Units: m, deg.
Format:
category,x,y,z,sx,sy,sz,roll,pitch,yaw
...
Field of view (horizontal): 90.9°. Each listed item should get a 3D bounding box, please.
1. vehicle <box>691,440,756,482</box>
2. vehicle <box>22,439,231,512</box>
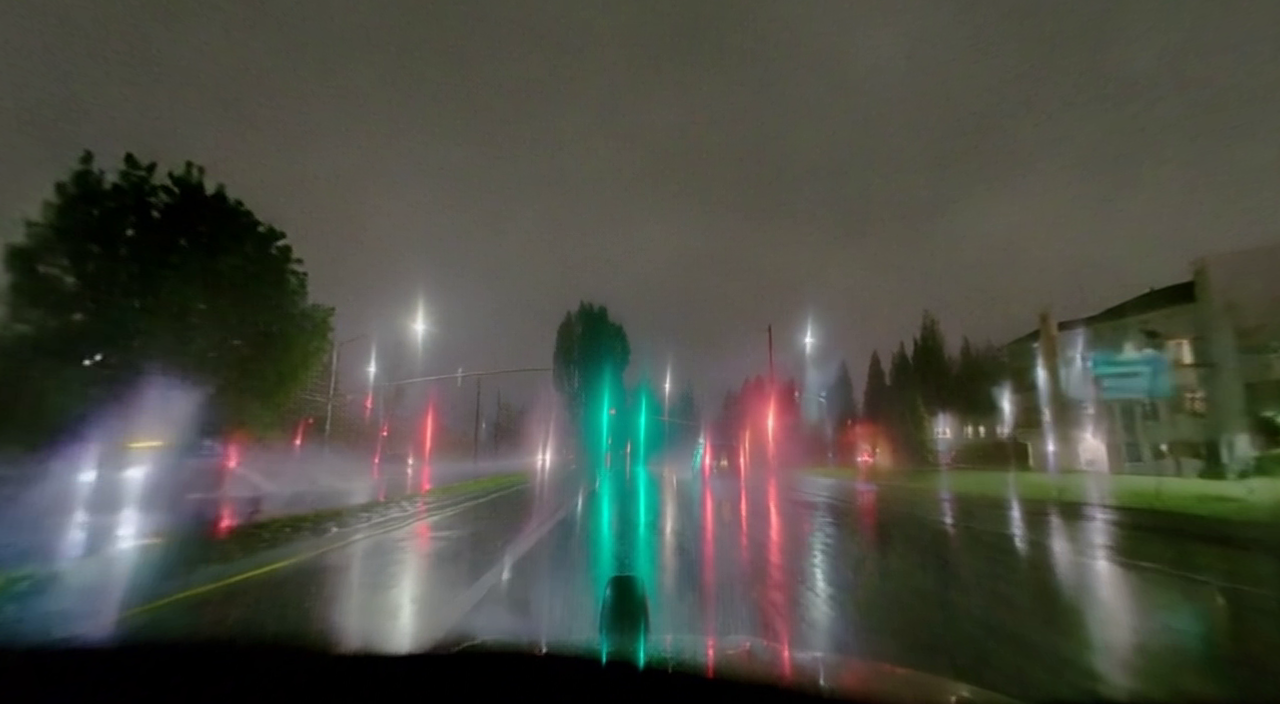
category,x,y,z,sx,sy,sz,roll,pitch,yaw
vehicle,3.730,4.963,29.023,2.240,1.781,4.433,0,-9,-2
vehicle,-13.384,3.201,16.881,1.925,1.670,4.371,0,-9,-1
